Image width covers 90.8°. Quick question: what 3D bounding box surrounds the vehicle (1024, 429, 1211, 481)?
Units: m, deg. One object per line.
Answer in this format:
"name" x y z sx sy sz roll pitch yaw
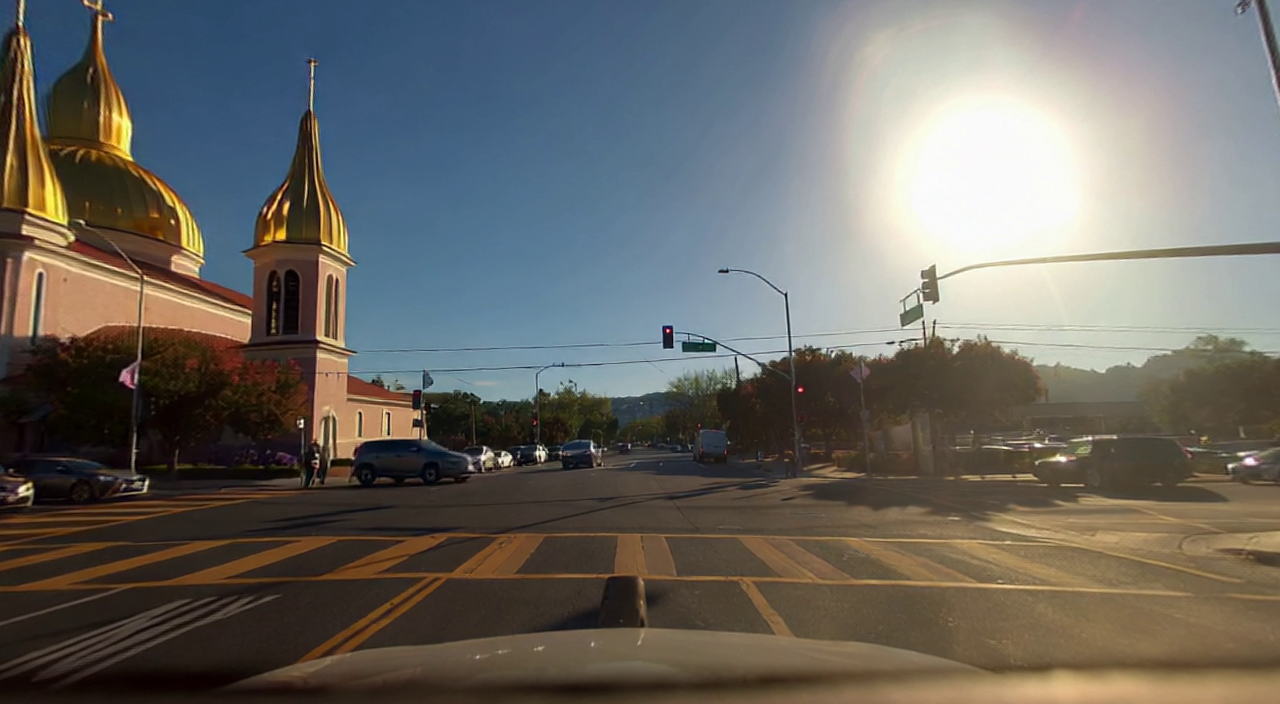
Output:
"vehicle" 19.877 4.320 26.566 5.852 2.057 2.361 0 -8 1

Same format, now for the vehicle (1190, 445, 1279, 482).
"vehicle" 26.383 4.684 26.669 4.561 1.475 1.850 0 -8 0

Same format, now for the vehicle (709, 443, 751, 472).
"vehicle" 5.823 6.860 41.488 1.969 1.776 4.329 0 -8 -2

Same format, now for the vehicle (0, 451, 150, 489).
"vehicle" -23.374 4.858 26.218 4.479 1.476 1.873 0 -8 2

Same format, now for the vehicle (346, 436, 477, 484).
"vehicle" -8.831 4.175 24.717 4.567 1.724 2.051 3 -9 -18

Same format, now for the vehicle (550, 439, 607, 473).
"vehicle" -3.293 5.747 35.126 2.223 1.692 4.688 -1 -9 6
